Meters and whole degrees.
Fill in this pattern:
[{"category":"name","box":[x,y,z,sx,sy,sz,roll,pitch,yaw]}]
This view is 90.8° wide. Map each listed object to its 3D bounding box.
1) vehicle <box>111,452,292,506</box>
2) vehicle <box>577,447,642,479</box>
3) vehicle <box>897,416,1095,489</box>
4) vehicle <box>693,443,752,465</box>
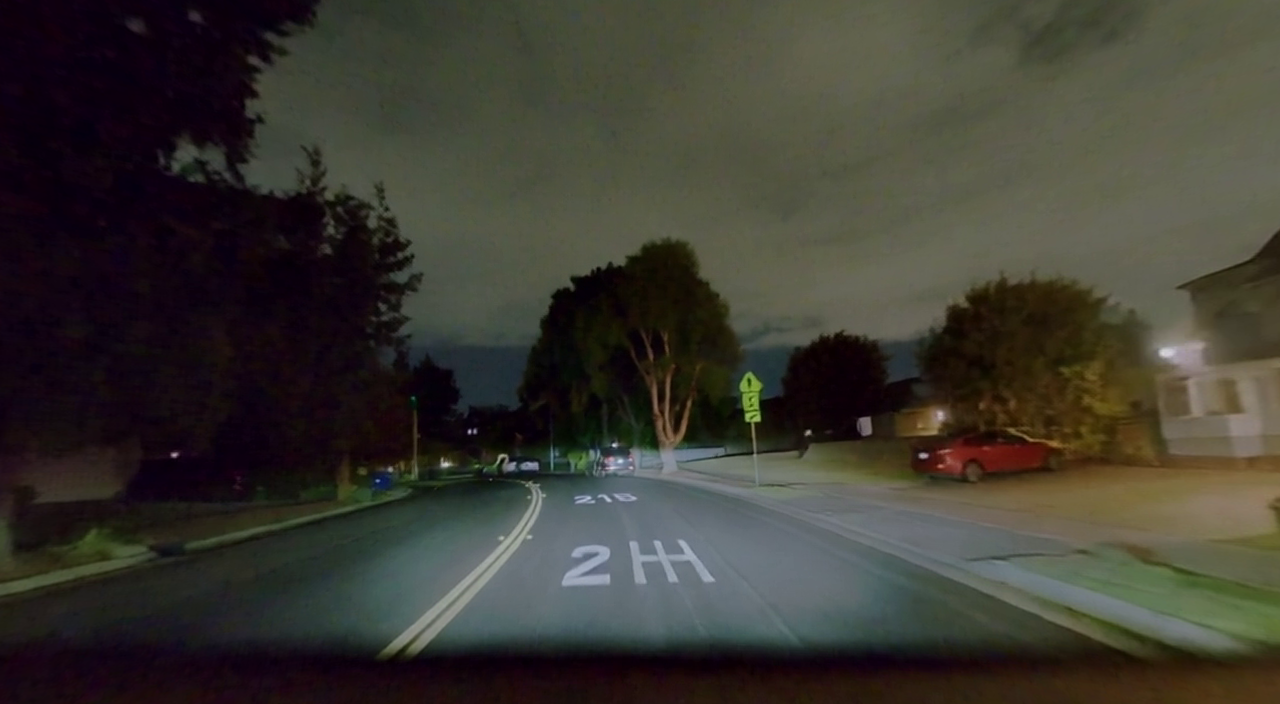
[{"category":"vehicle","box":[-14.676,4.251,21.515,4.664,1.580,1.973,3,-9,-22]},{"category":"vehicle","box":[-1.702,5.778,33.125,2.181,1.494,5.023,2,-9,-17]},{"category":"vehicle","box":[9.312,2.612,16.616,4.284,1.522,1.893,-1,-8,-16]},{"category":"vehicle","box":[6.072,7.468,46.468,4.253,1.458,1.900,6,-11,-40]}]
